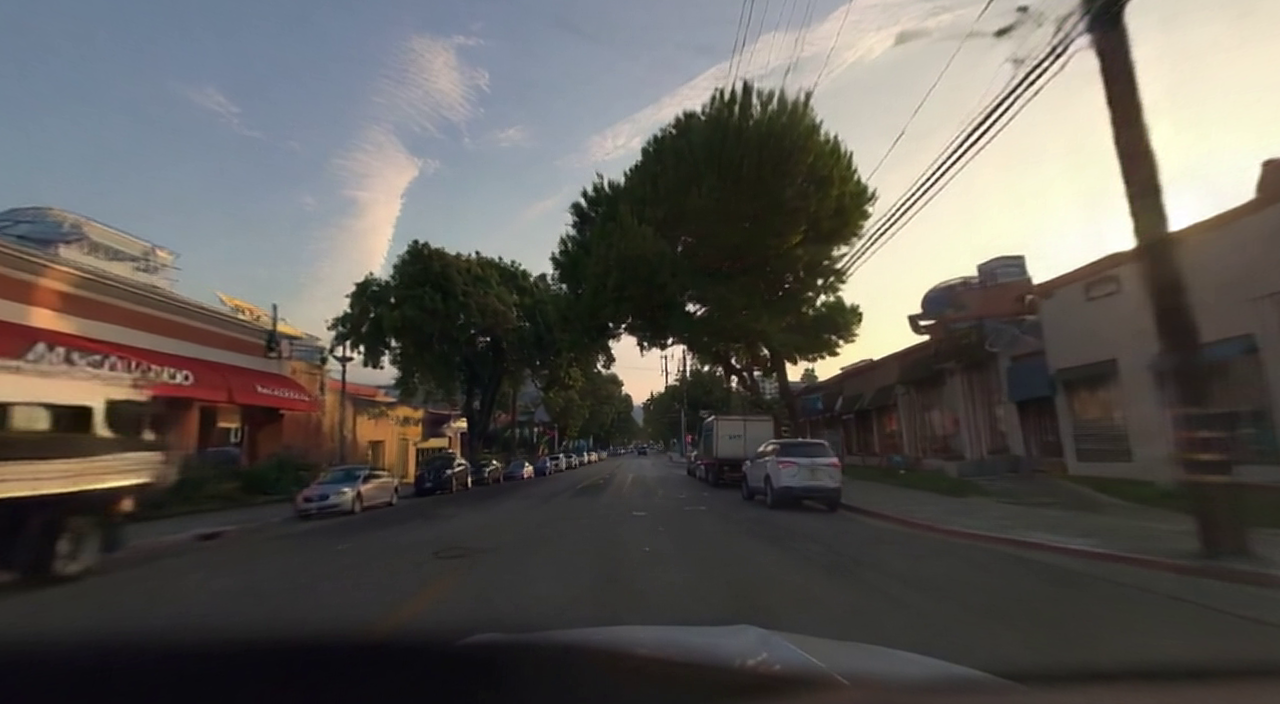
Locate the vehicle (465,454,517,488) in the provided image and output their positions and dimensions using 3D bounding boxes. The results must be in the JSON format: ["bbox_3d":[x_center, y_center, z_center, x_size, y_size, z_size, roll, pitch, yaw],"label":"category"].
[{"bbox_3d":[-7.639,6.088,32.599,1.678,1.468,3.706,-4,-9,1],"label":"vehicle"}]

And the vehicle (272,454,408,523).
[{"bbox_3d":[-7.905,3.581,17.113,1.704,1.464,4.089,-3,-8,0],"label":"vehicle"}]

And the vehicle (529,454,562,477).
[{"bbox_3d":[-7.266,8.745,48.868,1.787,1.543,4.052,-4,-8,1],"label":"vehicle"}]

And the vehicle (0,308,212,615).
[{"bbox_3d":[-8.061,1.041,5.855,2.745,3.157,7.388,-1,-9,2],"label":"vehicle"}]

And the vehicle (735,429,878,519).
[{"bbox_3d":[3.719,2.838,15.217,2.097,1.784,4.915,0,-9,0],"label":"vehicle"}]

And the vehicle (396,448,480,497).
[{"bbox_3d":[-7.768,4.626,24.679,1.882,1.639,4.187,-3,-9,1],"label":"vehicle"}]

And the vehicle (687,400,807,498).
[{"bbox_3d":[3.954,3.824,25.833,3.011,3.127,8.608,-3,-7,-2],"label":"vehicle"}]
